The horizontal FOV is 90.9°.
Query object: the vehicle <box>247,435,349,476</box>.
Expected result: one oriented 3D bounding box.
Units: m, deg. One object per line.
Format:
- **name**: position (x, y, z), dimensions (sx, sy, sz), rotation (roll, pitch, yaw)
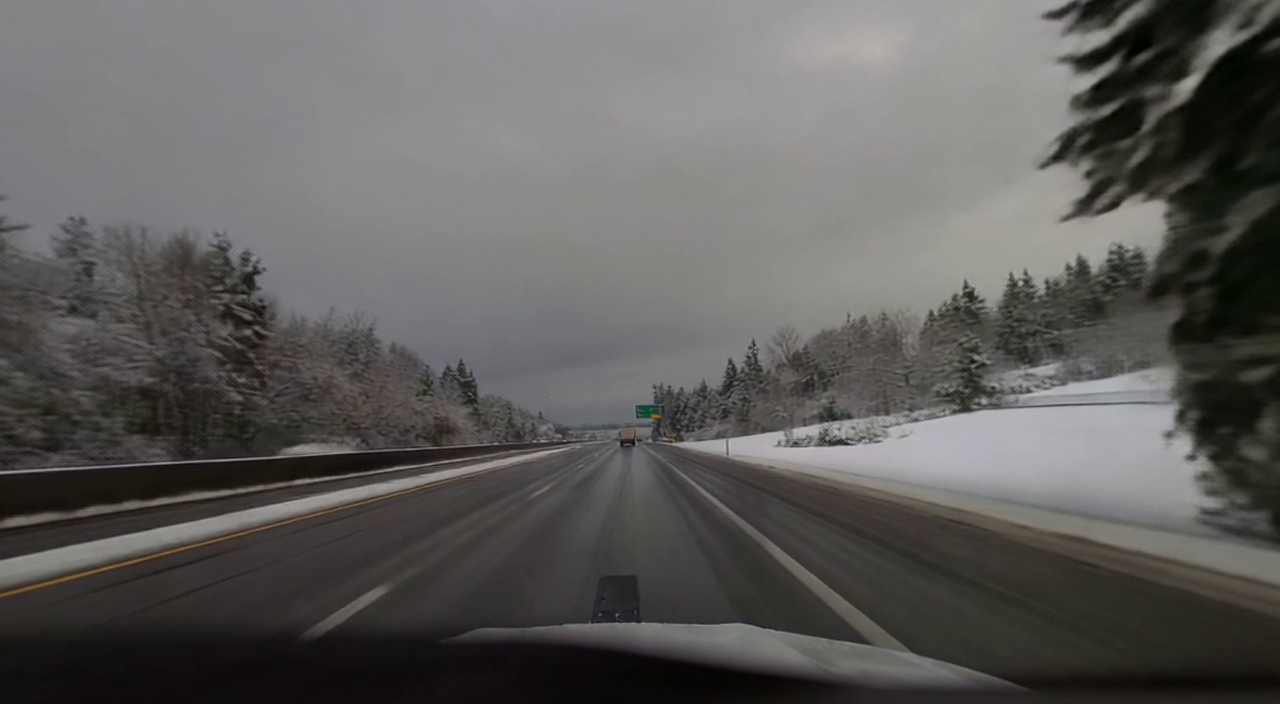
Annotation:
- **vehicle**: position (-13.190, 3.989, 24.581), dimensions (1.753, 1.440, 3.948), rotation (0, -7, 0)
